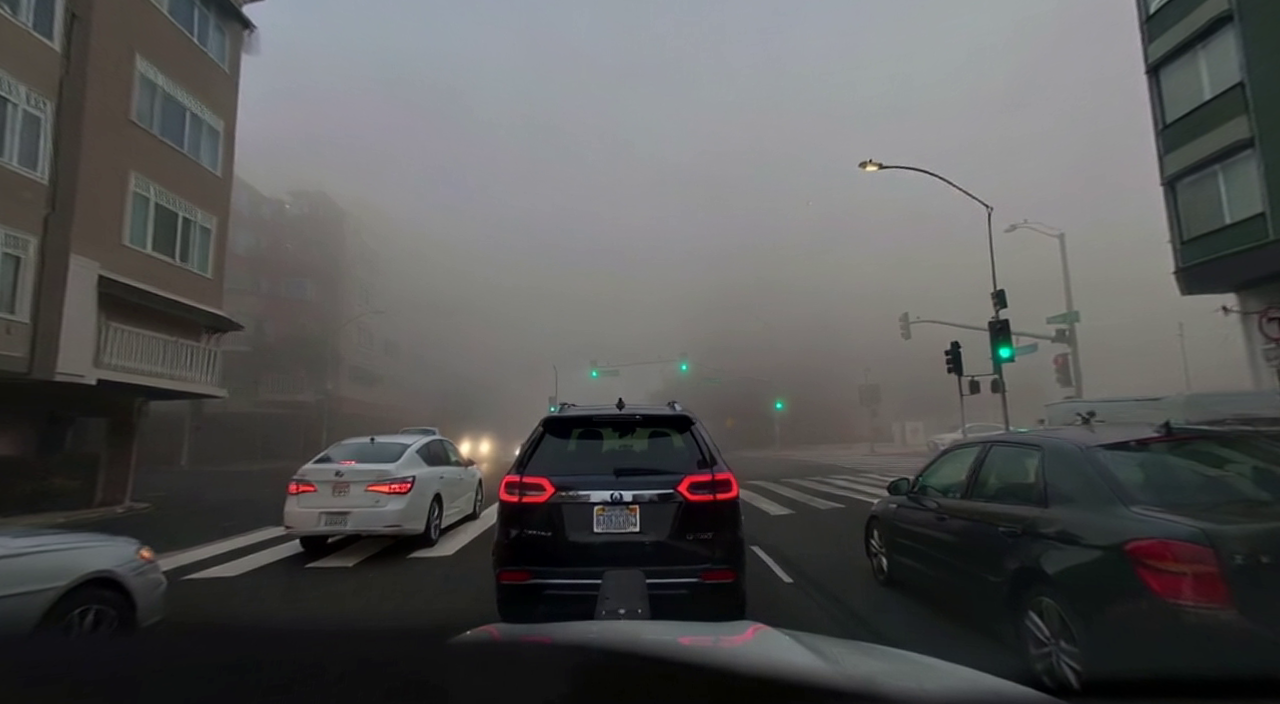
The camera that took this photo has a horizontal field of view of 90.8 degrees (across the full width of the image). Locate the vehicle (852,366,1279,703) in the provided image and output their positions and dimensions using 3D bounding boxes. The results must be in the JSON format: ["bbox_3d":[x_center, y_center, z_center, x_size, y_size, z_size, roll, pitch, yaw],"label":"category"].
[{"bbox_3d":[3.181,1.149,4.342,1.906,1.608,4.137,0,-8,-1],"label":"vehicle"}]

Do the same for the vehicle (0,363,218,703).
[{"bbox_3d":[-3.822,0.722,1.500,2.126,1.693,5.289,0,-8,-2],"label":"vehicle"}]

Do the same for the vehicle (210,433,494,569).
[{"bbox_3d":[-3.794,2.025,9.513,2.055,1.488,4.733,0,-8,0],"label":"vehicle"}]

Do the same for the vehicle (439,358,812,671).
[{"bbox_3d":[-0.105,1.348,6.509,2.206,1.858,5.332,0,-8,0],"label":"vehicle"}]
